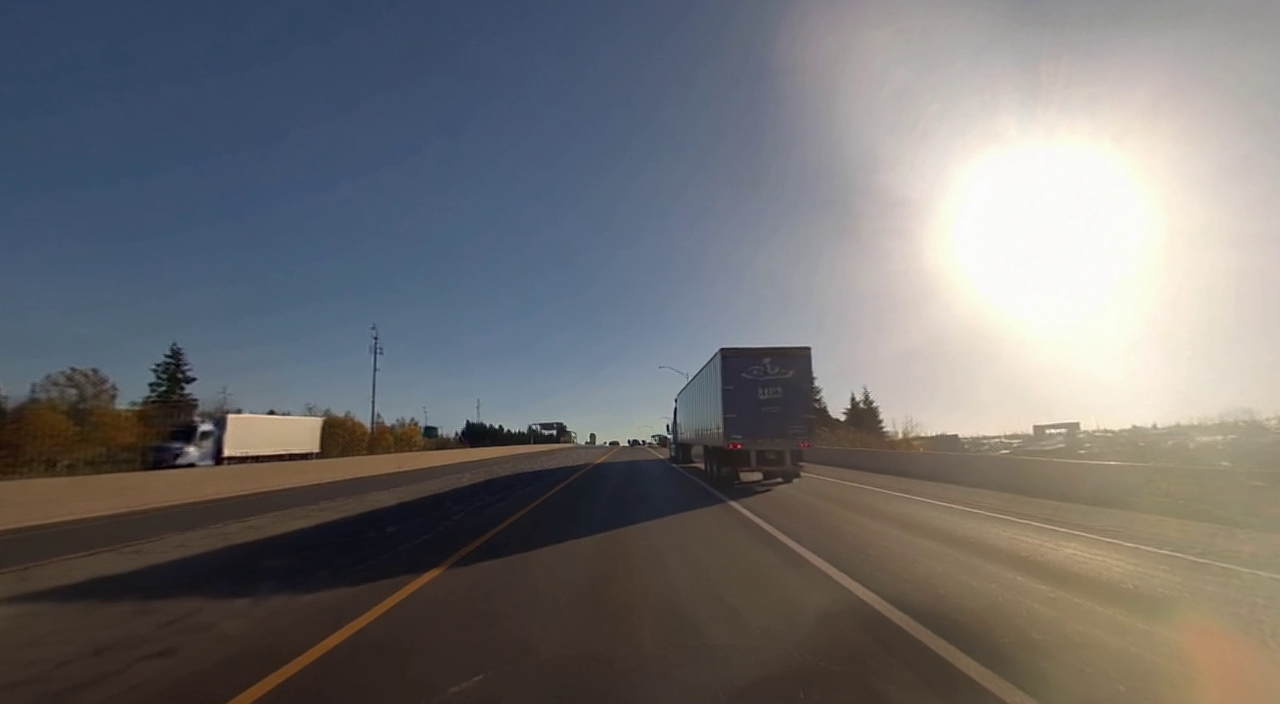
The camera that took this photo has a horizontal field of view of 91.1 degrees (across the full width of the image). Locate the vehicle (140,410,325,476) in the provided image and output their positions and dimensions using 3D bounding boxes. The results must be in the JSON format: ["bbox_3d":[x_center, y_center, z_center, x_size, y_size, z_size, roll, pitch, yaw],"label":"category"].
[{"bbox_3d":[-29.401,6.731,46.947,2.918,4.122,14.289,-1,-8,6],"label":"vehicle"}]

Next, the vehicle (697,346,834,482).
[{"bbox_3d":[3.917,2.291,22.079,2.888,3.866,8.380,0,-8,-1],"label":"vehicle"}]
